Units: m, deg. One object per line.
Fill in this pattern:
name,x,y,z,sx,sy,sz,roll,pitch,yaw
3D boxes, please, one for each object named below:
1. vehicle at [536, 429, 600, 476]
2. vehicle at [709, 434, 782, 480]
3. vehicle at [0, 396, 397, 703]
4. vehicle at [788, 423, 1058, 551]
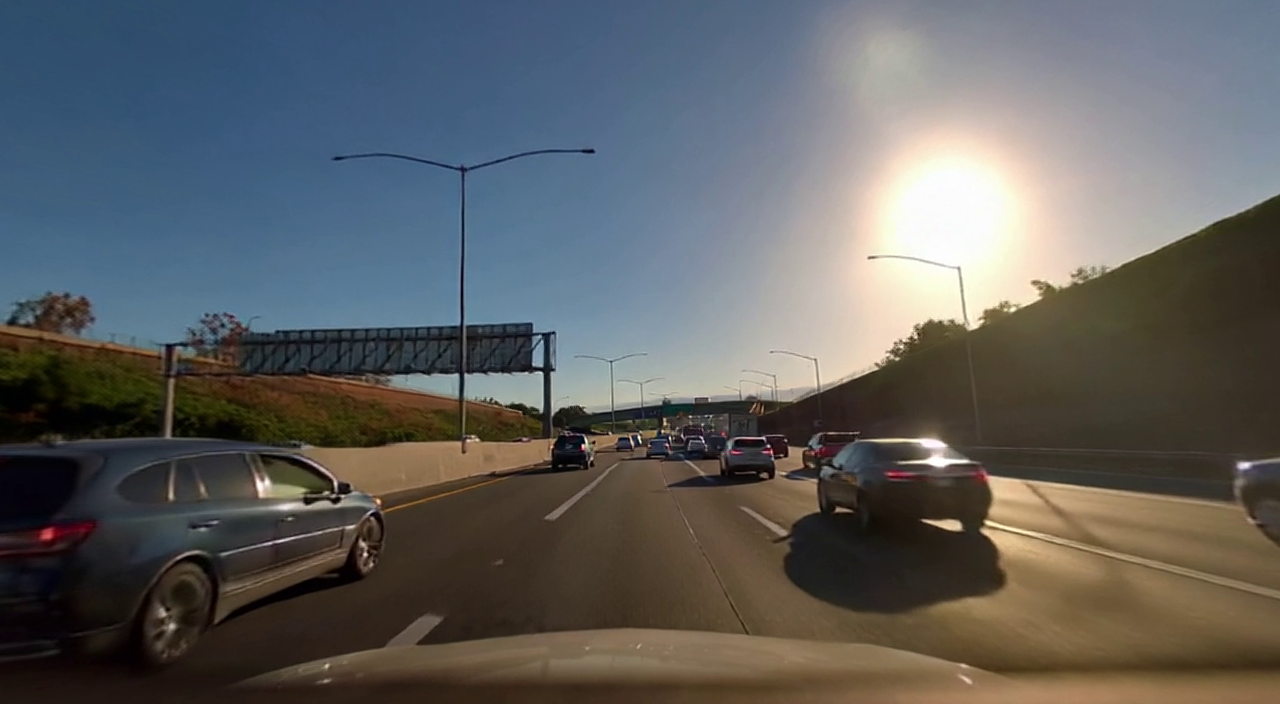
vehicle,-2.877,4.127,26.141,2.006,1.741,4.277,-1,-8,2
vehicle,3.768,3.834,23.276,1.933,1.492,4.125,0,-8,0
vehicle,-3.649,1.230,4.644,1.914,1.476,4.416,-1,-8,1
vehicle,3.918,1.954,9.895,1.999,1.482,4.743,0,-8,0
